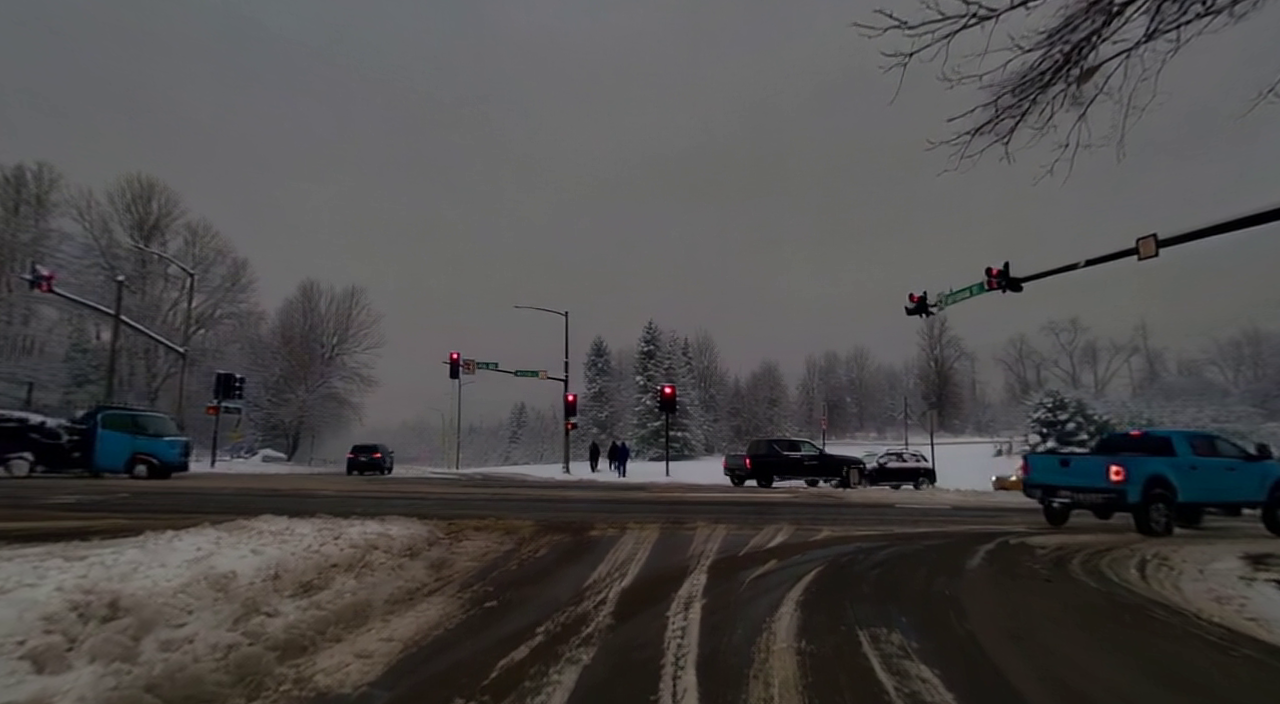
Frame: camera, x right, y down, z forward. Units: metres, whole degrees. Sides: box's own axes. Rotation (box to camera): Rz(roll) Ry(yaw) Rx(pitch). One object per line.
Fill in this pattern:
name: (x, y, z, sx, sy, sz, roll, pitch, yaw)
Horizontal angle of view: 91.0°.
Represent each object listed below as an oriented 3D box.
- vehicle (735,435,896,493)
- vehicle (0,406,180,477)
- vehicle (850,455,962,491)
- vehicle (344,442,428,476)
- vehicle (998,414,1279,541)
vehicle: (6.684, 4.288, 24.308, 5.535, 1.896, 2.170, 3, -9, -6)
vehicle: (-18.327, 2.845, 19.877, 2.243, 2.011, 5.631, -7, -11, 41)
vehicle: (12.590, 5.745, 29.986, 4.537, 1.608, 1.827, 1, -9, -5)
vehicle: (-12.743, 5.386, 31.951, 1.964, 1.525, 4.750, 0, -9, 5)
vehicle: (11.745, 2.742, 14.339, 5.978, 2.400, 2.851, 3, -9, -19)
